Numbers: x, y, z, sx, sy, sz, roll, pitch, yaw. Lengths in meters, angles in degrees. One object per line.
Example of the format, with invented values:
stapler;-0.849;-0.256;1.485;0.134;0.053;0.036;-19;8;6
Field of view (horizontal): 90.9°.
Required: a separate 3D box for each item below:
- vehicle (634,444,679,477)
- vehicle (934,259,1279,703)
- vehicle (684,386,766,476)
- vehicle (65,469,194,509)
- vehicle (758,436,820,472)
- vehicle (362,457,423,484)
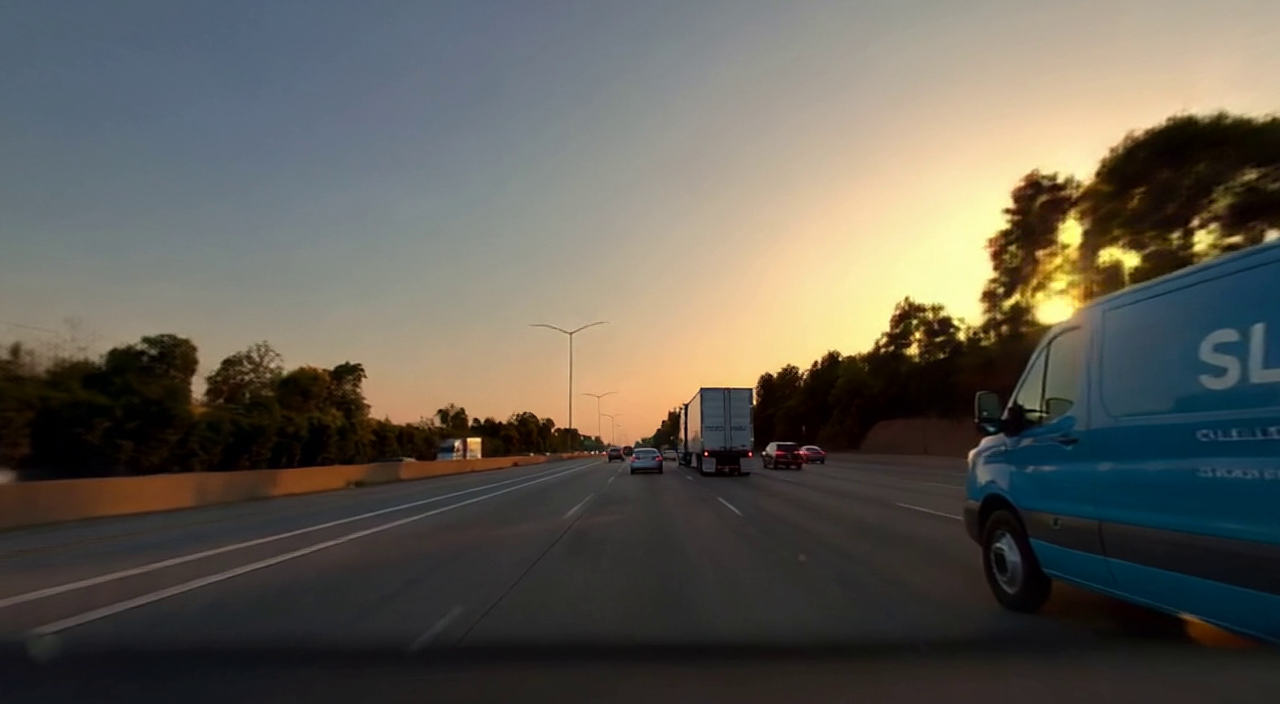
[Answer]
vehicle;0.741;5.295;31.012;2.063;1.469;4.208;0;-9;0
vehicle;3.780;0.630;2.439;2.441;2.017;5.739;0;-9;-1
vehicle;4.307;4.539;35.015;2.821;4.077;12.562;0;-9;0
vehicle;-22.548;6.039;28.150;1.814;1.475;4.698;0;-9;-1
vehicle;7.830;5.417;33.645;2.144;1.769;4.540;0;-9;-1
vehicle;-15.386;7.381;39.529;1.865;1.500;4.707;-1;-9;1
